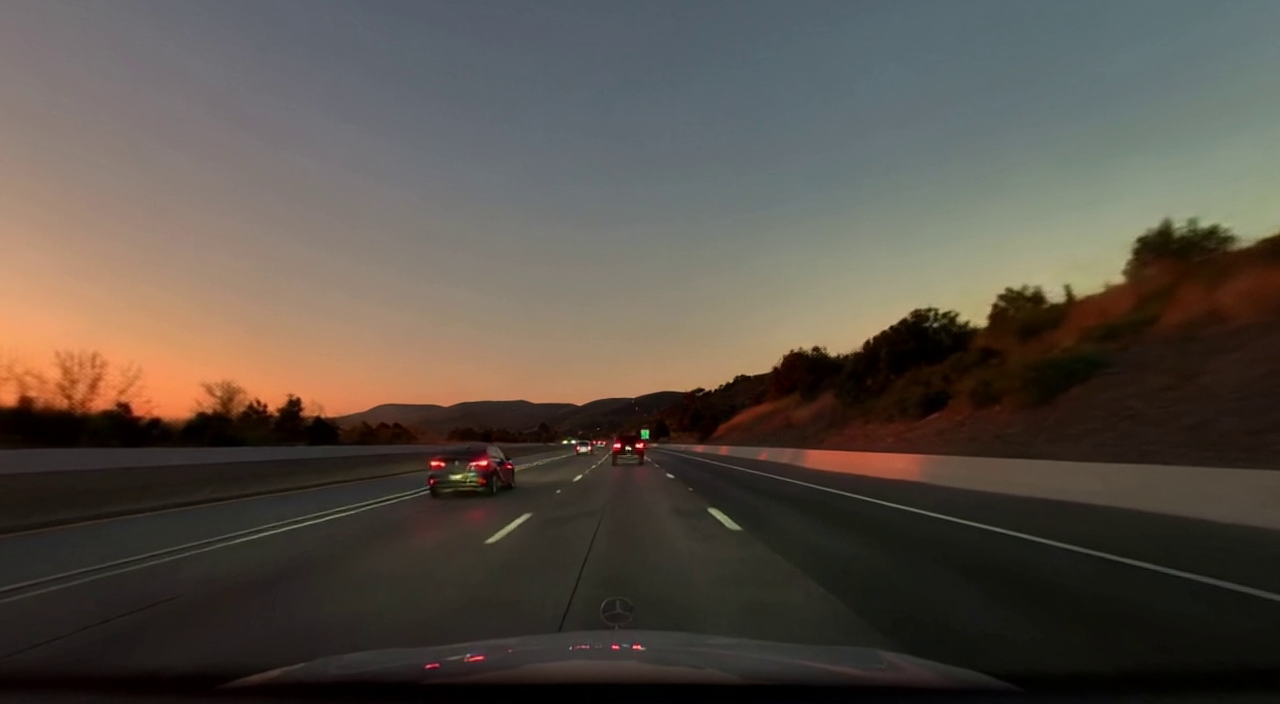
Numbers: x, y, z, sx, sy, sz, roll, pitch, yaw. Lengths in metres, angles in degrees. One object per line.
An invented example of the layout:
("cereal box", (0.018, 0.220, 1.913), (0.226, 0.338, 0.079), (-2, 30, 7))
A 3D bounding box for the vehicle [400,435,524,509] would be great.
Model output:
("vehicle", (-4.169, 2.839, 15.408), (1.945, 1.550, 3.780), (0, -8, 0))

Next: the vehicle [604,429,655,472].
("vehicle", (-0.545, 4.892, 31.572), (2.382, 1.973, 4.439), (0, -8, -2))
